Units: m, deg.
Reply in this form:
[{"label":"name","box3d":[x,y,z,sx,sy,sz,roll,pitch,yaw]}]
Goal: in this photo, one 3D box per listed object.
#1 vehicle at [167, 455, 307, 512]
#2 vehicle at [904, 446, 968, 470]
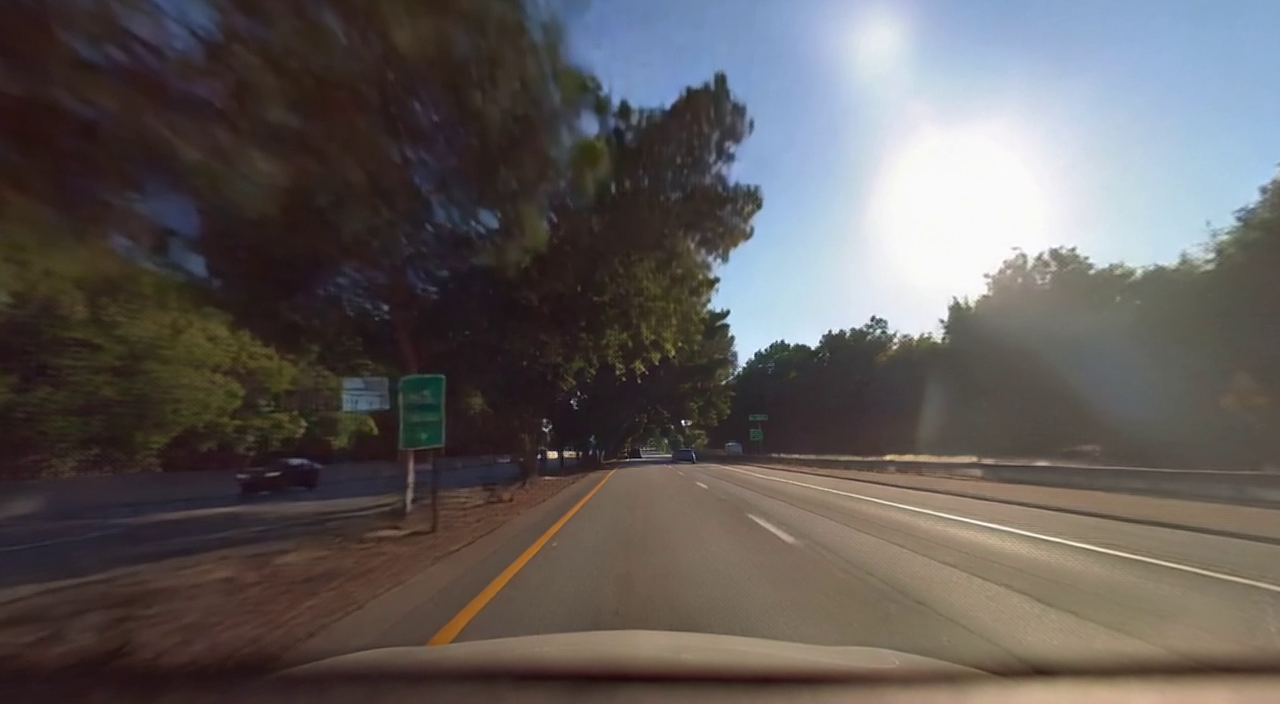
[{"label":"vehicle","box3d":[-12.686,4.121,20.182,1.854,1.581,3.953,0,-9,0]},{"label":"vehicle","box3d":[18.759,6.724,40.078,1.926,1.386,3.719,1,-9,-7]}]
